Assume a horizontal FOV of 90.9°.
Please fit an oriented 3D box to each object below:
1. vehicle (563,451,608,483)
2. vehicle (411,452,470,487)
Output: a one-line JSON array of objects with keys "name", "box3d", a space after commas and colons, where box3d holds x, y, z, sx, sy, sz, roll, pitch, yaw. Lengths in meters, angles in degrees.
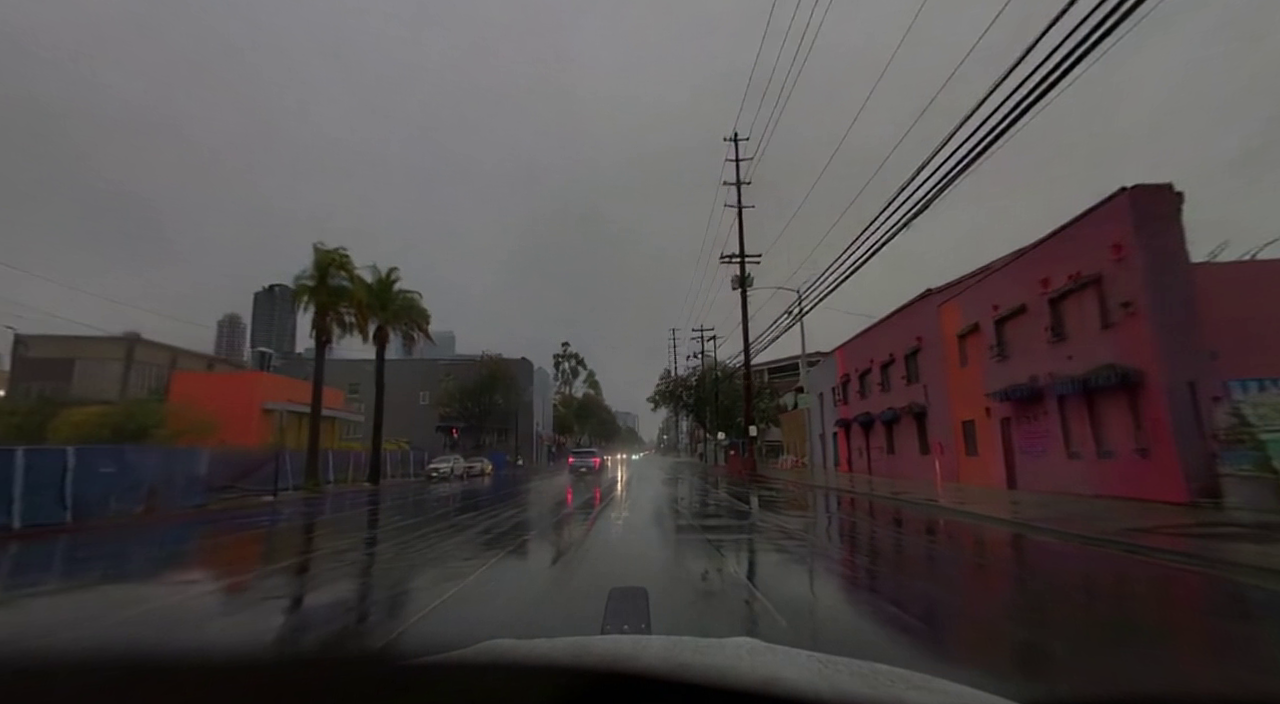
[{"name": "vehicle", "box3d": [-2.906, 6.227, 34.484, 2.036, 1.589, 4.549, -1, -9, 1]}, {"name": "vehicle", "box3d": [-11.799, 6.955, 37.662, 2.052, 1.898, 4.253, -1, -9, 1]}]
